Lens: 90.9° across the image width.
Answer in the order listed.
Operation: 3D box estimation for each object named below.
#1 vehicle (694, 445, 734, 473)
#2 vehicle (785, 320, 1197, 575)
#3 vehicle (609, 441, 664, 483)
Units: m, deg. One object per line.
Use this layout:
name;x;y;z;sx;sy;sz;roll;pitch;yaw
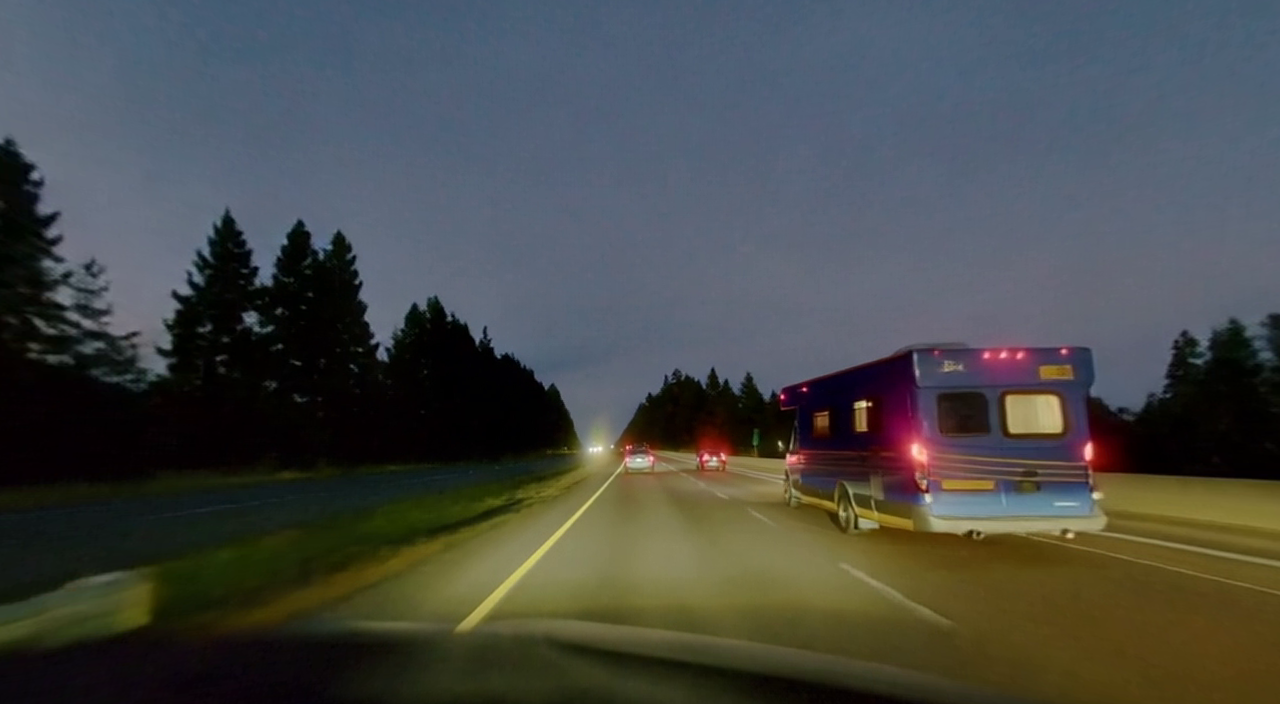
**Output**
vehicle;4.063;5.929;35.042;1.757;1.459;3.398;0;-9;-1
vehicle;4.687;1.585;10.571;2.745;2.832;7.035;0;-9;0
vehicle;-0.174;4.575;26.397;2.120;1.575;4.018;0;-9;-1
